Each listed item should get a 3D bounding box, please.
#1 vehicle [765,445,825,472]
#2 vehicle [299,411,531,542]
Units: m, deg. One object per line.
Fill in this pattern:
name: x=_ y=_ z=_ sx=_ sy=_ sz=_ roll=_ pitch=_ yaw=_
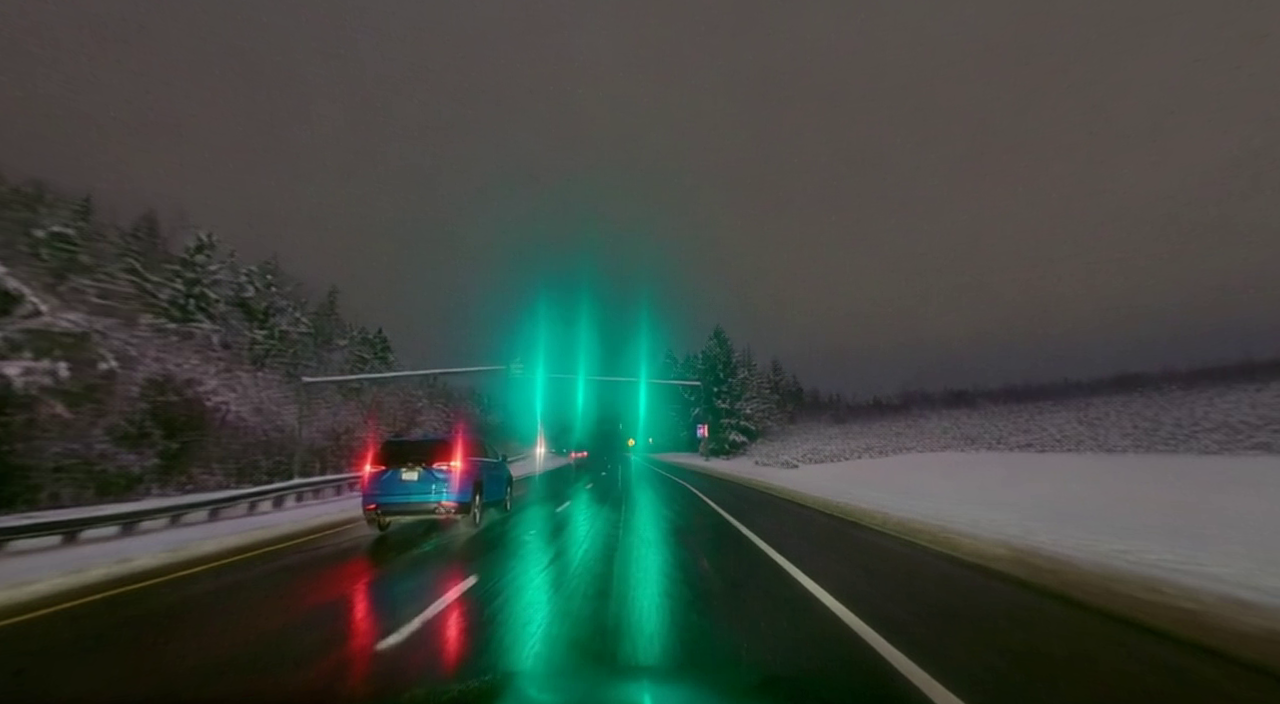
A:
vehicle: x=8.918 y=6.184 z=36.529 sx=1.606 sy=1.438 sz=3.446 roll=2 pitch=-10 yaw=-23
vehicle: x=-3.667 y=2.156 z=11.597 sx=2.336 sy=1.857 sz=4.986 roll=0 pitch=-8 yaw=1
